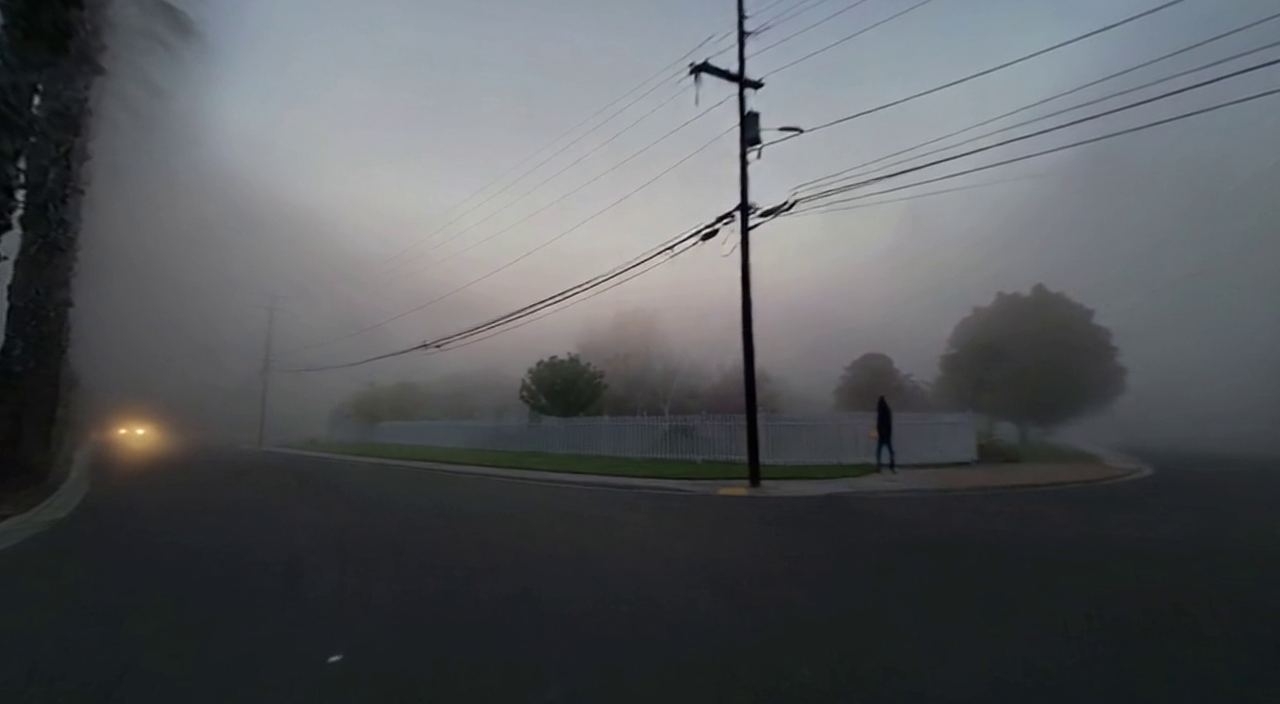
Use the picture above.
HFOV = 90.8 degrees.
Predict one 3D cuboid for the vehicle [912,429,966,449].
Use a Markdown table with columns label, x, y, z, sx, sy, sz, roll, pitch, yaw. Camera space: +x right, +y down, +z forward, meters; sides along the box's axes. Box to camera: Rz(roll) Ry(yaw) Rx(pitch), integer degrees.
| label | x | y | z | sx | sy | sz | roll | pitch | yaw |
| --- | --- | --- | --- | --- | --- | --- | --- | --- | --- |
| vehicle | 23.405 | 6.819 | 49.476 | 3.581 | 1.474 | 1.702 | -4 | -9 | 34 |
